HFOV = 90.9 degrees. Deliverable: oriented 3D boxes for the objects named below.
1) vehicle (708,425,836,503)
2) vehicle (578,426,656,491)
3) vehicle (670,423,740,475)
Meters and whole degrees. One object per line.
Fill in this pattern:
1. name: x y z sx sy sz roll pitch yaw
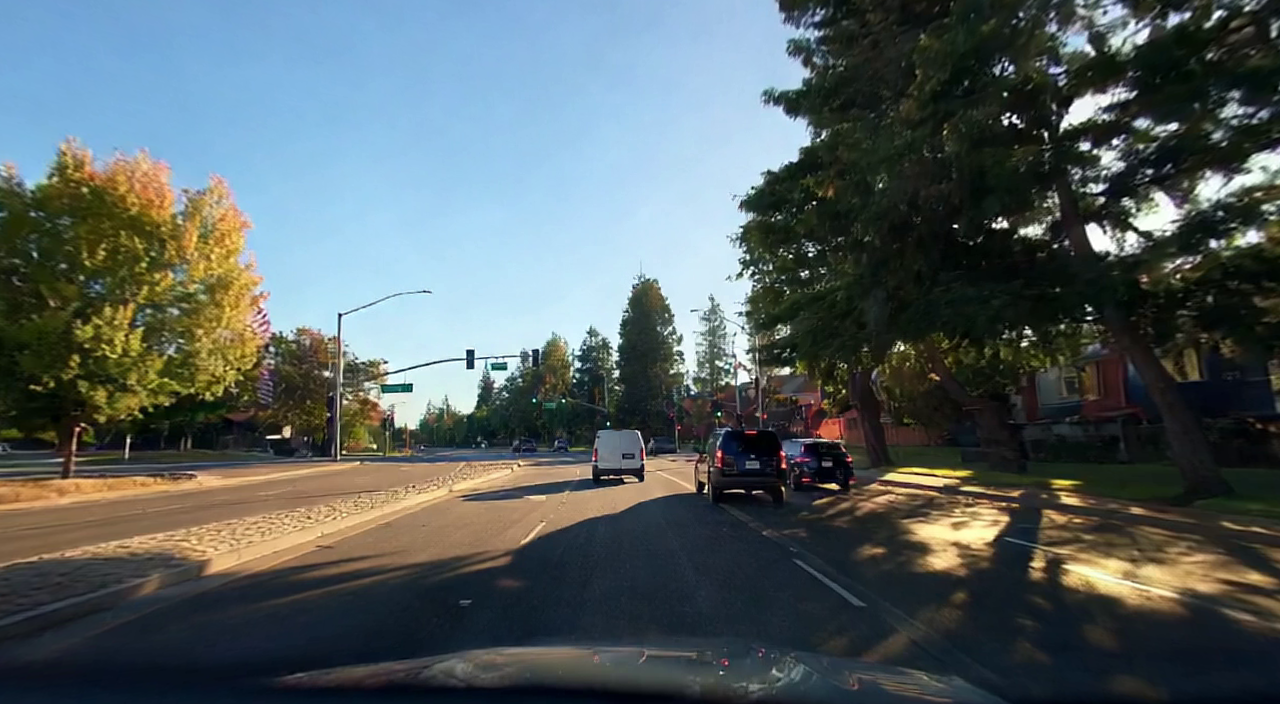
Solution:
1. vehicle: 3.135 2.775 16.053 2.024 1.686 4.588 0 -8 -3
2. vehicle: -0.865 3.356 20.230 2.185 1.822 4.583 1 -8 -6
3. vehicle: 2.973 4.577 30.020 2.578 2.251 4.782 0 -8 -3
